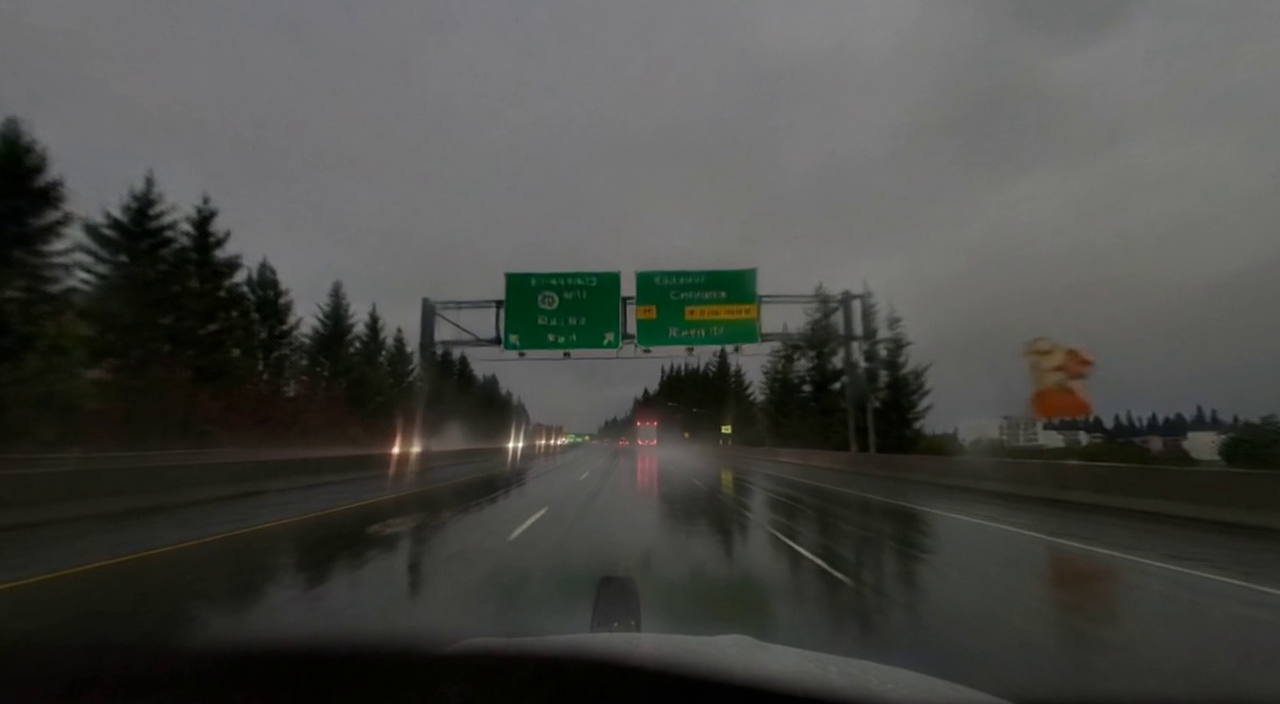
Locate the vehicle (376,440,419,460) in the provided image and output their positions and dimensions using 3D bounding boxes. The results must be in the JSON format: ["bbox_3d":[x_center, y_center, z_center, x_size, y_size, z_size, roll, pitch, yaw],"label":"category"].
[{"bbox_3d":[-18.453,7.463,48.050,1.805,1.461,3.954,0,-8,-1],"label":"vehicle"}]
